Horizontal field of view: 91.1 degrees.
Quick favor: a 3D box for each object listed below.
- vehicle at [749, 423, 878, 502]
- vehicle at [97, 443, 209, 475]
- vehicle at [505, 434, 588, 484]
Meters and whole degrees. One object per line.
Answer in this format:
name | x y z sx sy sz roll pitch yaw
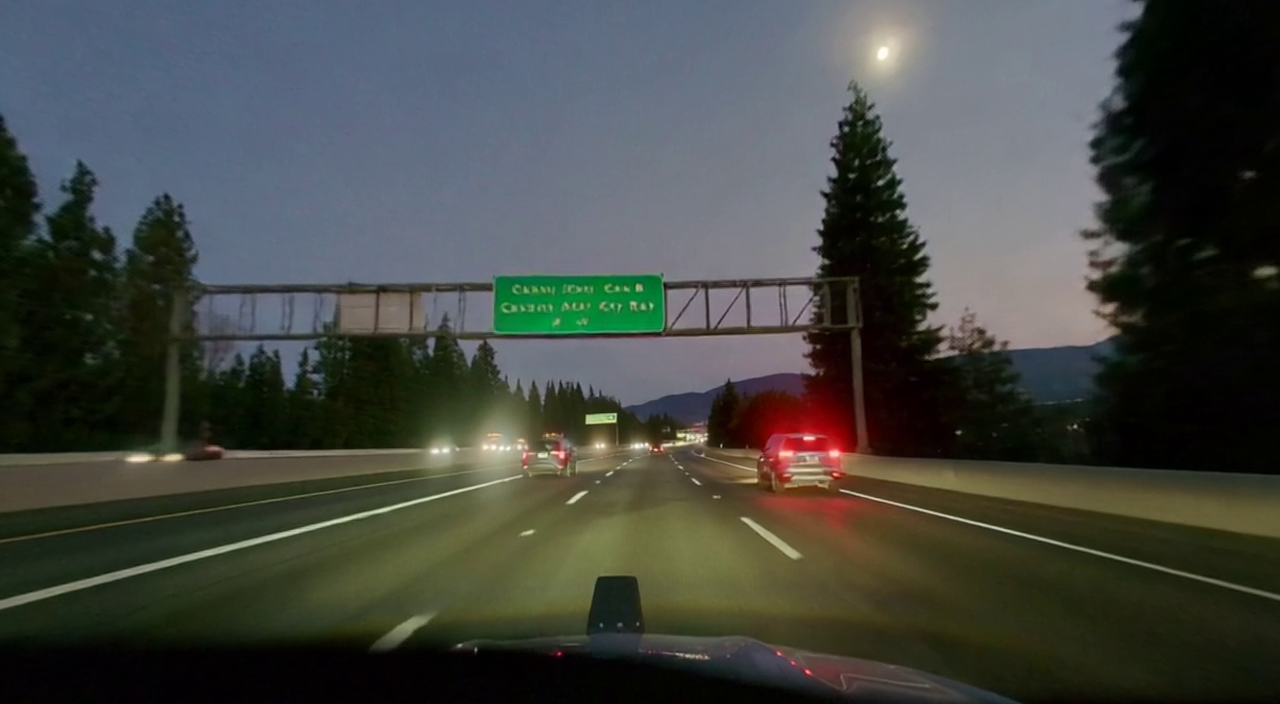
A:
vehicle | 4.390 2.866 16.737 2.149 1.796 4.487 0 -8 0
vehicle | -24.282 5.328 31.559 1.820 1.468 4.624 0 -8 1
vehicle | -3.216 3.800 22.552 2.166 1.608 4.297 0 -8 2
